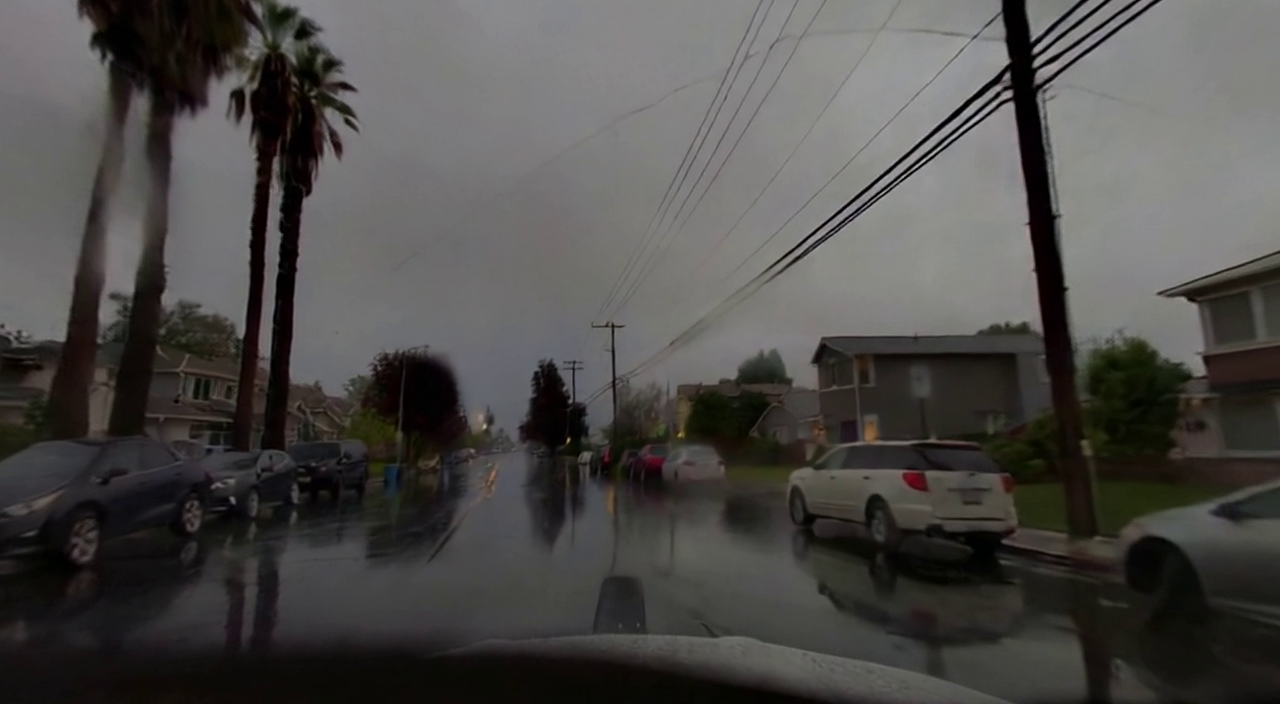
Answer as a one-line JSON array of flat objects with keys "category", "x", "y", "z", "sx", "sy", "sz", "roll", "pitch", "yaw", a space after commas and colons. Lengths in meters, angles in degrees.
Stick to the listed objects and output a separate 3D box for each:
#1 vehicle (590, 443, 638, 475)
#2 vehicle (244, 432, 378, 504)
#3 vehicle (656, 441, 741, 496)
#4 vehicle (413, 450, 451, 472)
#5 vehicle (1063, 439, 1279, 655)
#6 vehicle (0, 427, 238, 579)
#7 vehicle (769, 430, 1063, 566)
[{"category": "vehicle", "x": -1.651, "y": 6.521, "z": 38.677, "sx": 2.115, "sy": 1.826, "sz": 4.871, "roll": 2, "pitch": -9, "yaw": -12}, {"category": "vehicle", "x": -10.237, "y": 3.637, "z": 20.304, "sx": 2.300, "sy": 1.943, "sz": 5.744, "roll": 2, "pitch": -9, "yaw": -12}, {"category": "vehicle", "x": 1.907, "y": 4.000, "z": 22.004, "sx": 1.894, "sy": 1.675, "sz": 4.294, "roll": 2, "pitch": -9, "yaw": -9}, {"category": "vehicle", "x": -15.366, "y": 8.053, "z": 46.847, "sx": 2.013, "sy": 1.483, "sz": 4.645, "roll": 2, "pitch": -9, "yaw": -10}, {"category": "vehicle", "x": 5.302, "y": 1.256, "z": 3.891, "sx": 1.786, "sy": 1.437, "sz": 4.448, "roll": 2, "pitch": -9, "yaw": -10}, {"category": "vehicle", "x": -7.958, "y": 2.048, "z": 9.388, "sx": 1.919, "sy": 1.678, "sz": 4.385, "roll": -1, "pitch": -7, "yaw": -13}, {"category": "vehicle", "x": 3.937, "y": 2.145, "z": 10.105, "sx": 1.943, "sy": 1.623, "sz": 4.471, "roll": 2, "pitch": -9, "yaw": -13}]
